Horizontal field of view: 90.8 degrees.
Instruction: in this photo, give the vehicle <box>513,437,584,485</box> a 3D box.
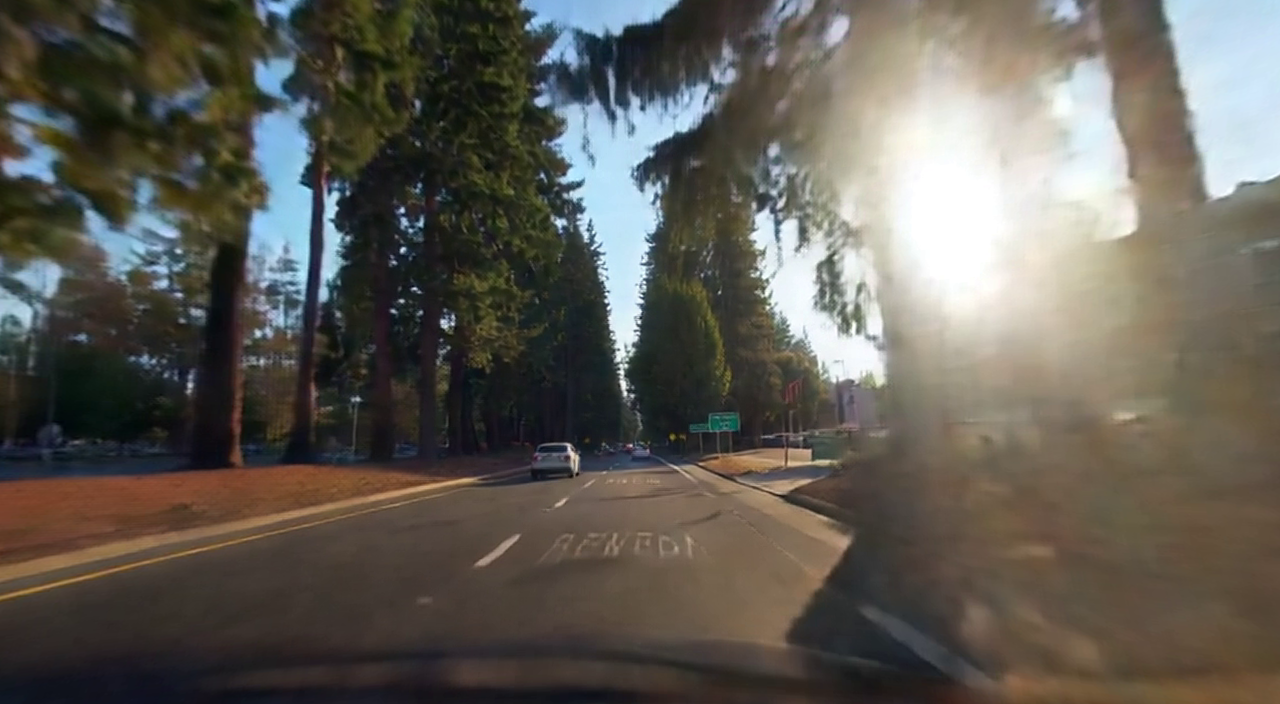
[{"bbox_3d":[-3.295,4.019,23.550,1.942,1.588,4.172,0,-9,1],"label":"vehicle"}]
